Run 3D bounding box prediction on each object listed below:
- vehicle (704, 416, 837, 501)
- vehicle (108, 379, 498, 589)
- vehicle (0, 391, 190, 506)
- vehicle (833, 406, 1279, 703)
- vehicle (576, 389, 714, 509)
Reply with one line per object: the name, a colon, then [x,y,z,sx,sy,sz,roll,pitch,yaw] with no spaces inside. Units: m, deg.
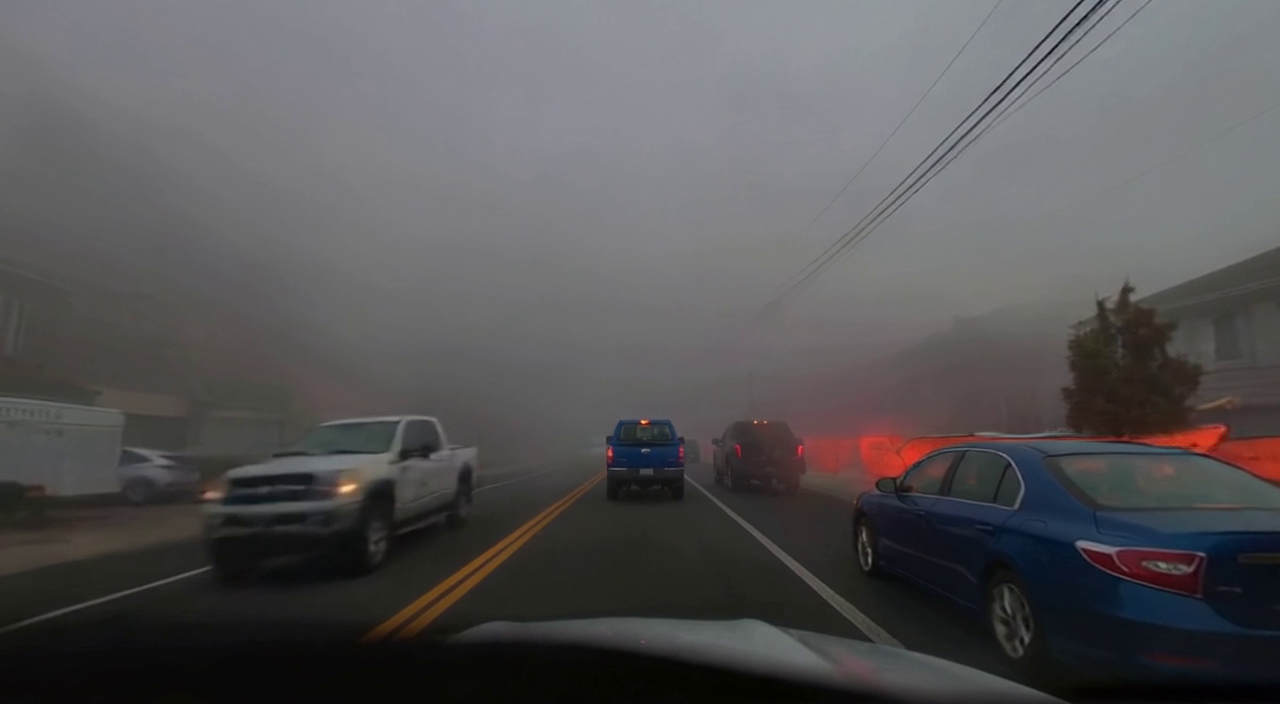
vehicle: [3.357,2.920,17.657,2.486,1.993,5.667,0,-8,0]
vehicle: [-3.897,1.684,8.982,2.306,2.005,5.773,0,-8,1]
vehicle: [-13.448,2.160,14.162,2.475,2.157,5.567,0,-8,-1]
vehicle: [3.147,1.286,4.700,2.010,1.499,4.481,0,-8,0]
vehicle: [0.147,2.404,15.816,2.751,2.361,6.347,1,-9,1]
